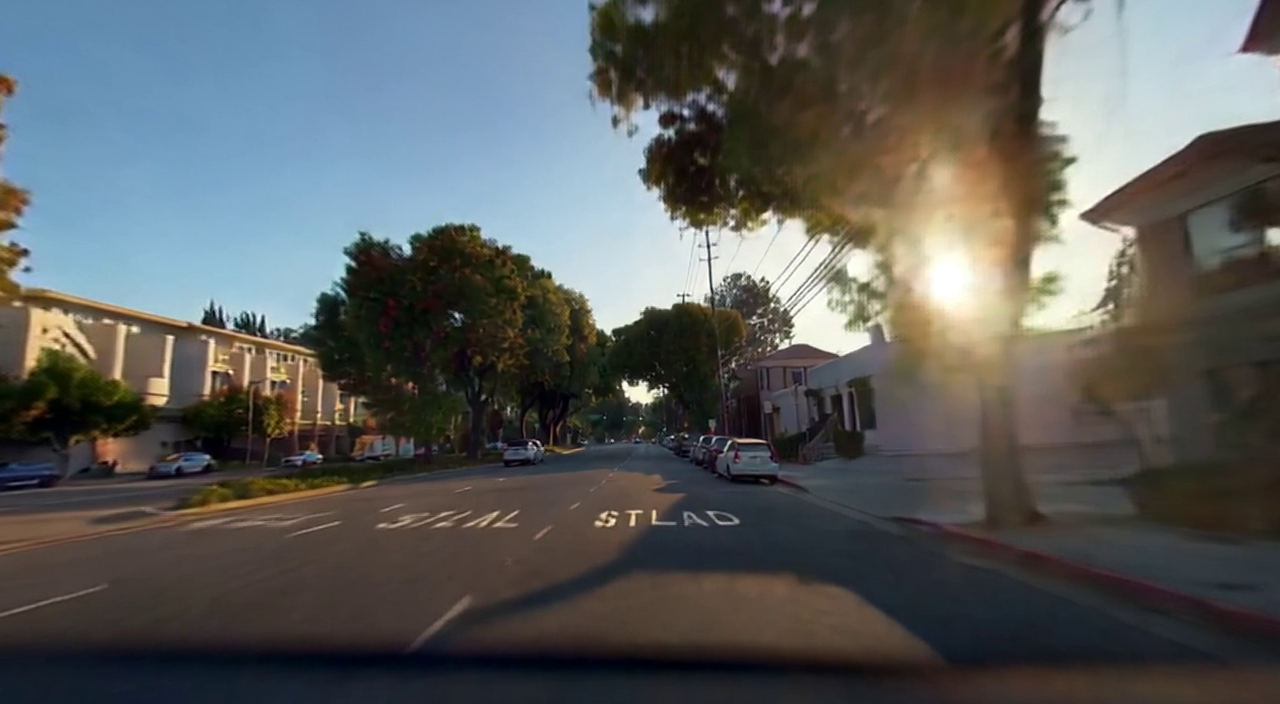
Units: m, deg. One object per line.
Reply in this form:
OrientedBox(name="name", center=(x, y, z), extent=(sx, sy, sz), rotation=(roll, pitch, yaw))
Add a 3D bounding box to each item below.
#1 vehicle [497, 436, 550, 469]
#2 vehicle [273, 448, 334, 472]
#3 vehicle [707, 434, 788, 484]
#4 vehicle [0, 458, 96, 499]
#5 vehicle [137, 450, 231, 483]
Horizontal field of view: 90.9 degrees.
OrientedBox(name="vehicle", center=(-6.403, 5.548, 35.028), extent=(2.000, 1.671, 4.497), rotation=(0, -8, 1))
OrientedBox(name="vehicle", center=(-25.693, 8.227, 48.372), extent=(2.121, 1.699, 4.506), rotation=(0, -8, 1))
OrientedBox(name="vehicle", center=(3.637, 3.705, 22.218), extent=(2.048, 1.556, 4.753), rotation=(0, -8, 0))
OrientedBox(name="vehicle", center=(-25.859, 5.246, 26.476), extent=(1.935, 1.487, 4.600), rotation=(0, -8, 0))
OrientedBox(name="vehicle", center=(-25.742, 6.448, 35.832), extent=(1.959, 1.707, 4.481), rotation=(0, -8, 0))
